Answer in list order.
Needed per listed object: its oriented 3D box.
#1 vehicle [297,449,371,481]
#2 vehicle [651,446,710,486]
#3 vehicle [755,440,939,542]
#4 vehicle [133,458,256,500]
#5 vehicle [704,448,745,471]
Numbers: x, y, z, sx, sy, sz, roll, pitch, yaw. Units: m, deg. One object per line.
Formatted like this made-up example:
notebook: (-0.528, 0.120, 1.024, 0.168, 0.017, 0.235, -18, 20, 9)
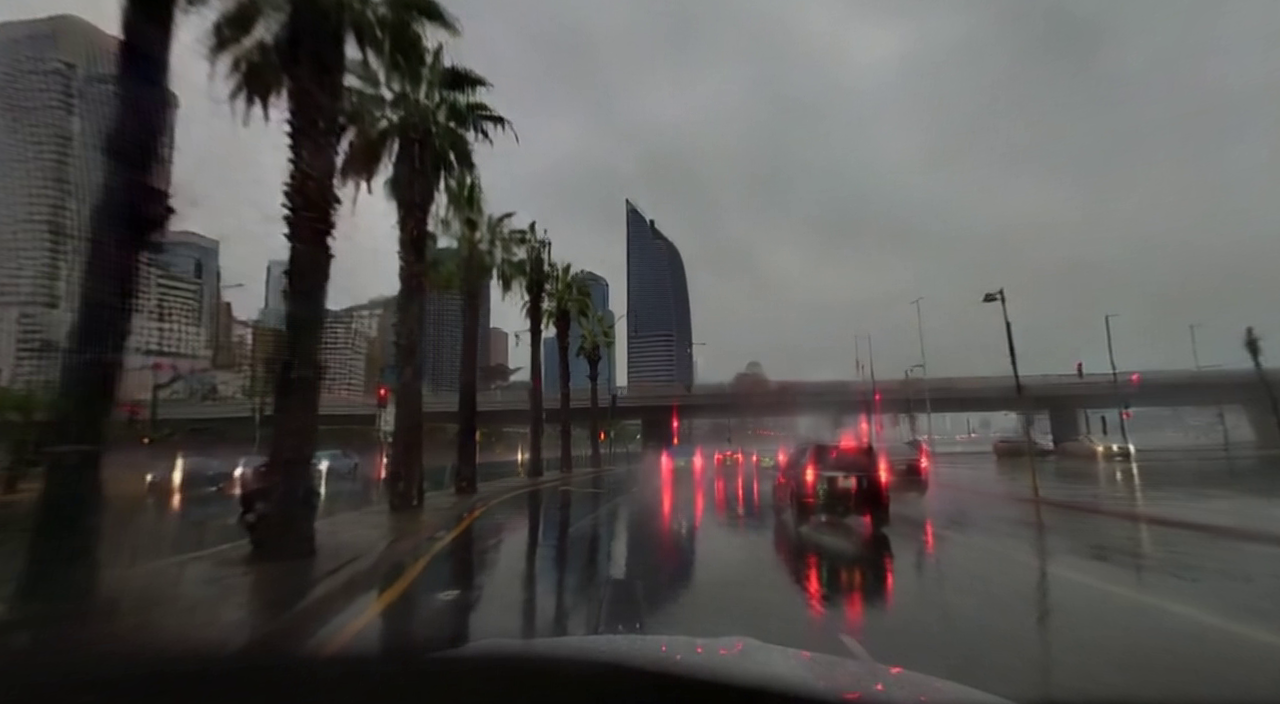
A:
vehicle: (-18.007, 6.637, 37.318, 2.040, 1.749, 4.796, 0, -9, -1)
vehicle: (1.740, 4.634, 25.900, 2.077, 1.518, 3.760, -2, -9, 9)
vehicle: (3.576, 2.479, 12.027, 2.051, 1.509, 4.933, -1, -9, 3)
vehicle: (-18.152, 5.176, 25.974, 1.912, 1.482, 4.495, 0, -9, -2)
vehicle: (5.949, 7.436, 43.783, 2.134, 1.492, 4.674, -2, -9, 15)
